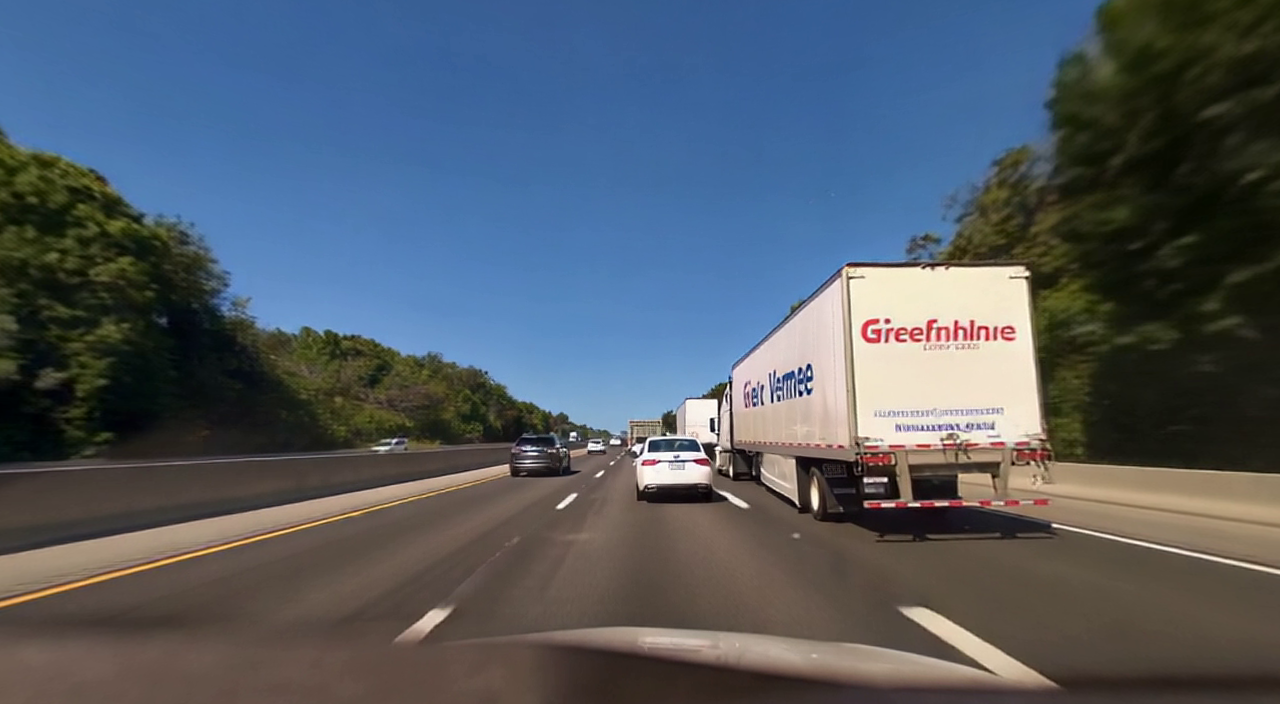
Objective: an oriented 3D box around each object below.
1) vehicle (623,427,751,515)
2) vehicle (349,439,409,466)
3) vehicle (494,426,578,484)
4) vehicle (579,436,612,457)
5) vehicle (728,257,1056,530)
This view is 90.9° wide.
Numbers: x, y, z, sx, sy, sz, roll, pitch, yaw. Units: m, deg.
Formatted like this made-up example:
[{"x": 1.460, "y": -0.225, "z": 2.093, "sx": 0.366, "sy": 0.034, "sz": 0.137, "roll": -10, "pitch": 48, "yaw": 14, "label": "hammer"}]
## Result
[{"x": 0.810, "y": 2.337, "z": 13.037, "sx": 2.200, "sy": 1.495, "sz": 4.282, "roll": 0, "pitch": -8, "yaw": 0, "label": "vehicle"}, {"x": -14.951, "y": 5.747, "z": 36.315, "sx": 1.836, "sy": 1.429, "sz": 3.652, "roll": 0, "pitch": -8, "yaw": 1, "label": "vehicle"}, {"x": -3.369, "y": 3.425, "z": 21.344, "sx": 2.006, "sy": 1.729, "sz": 4.447, "roll": 0, "pitch": -8, "yaw": 1, "label": "vehicle"}, {"x": -3.454, "y": 7.459, "z": 49.831, "sx": 2.181, "sy": 1.538, "sz": 4.169, "roll": 0, "pitch": -8, "yaw": 1, "label": "vehicle"}, {"x": 4.701, "y": 1.515, "z": 16.585, "sx": 2.883, "sy": 4.070, "sz": 14.423, "roll": 0, "pitch": -8, "yaw": 1, "label": "vehicle"}]
